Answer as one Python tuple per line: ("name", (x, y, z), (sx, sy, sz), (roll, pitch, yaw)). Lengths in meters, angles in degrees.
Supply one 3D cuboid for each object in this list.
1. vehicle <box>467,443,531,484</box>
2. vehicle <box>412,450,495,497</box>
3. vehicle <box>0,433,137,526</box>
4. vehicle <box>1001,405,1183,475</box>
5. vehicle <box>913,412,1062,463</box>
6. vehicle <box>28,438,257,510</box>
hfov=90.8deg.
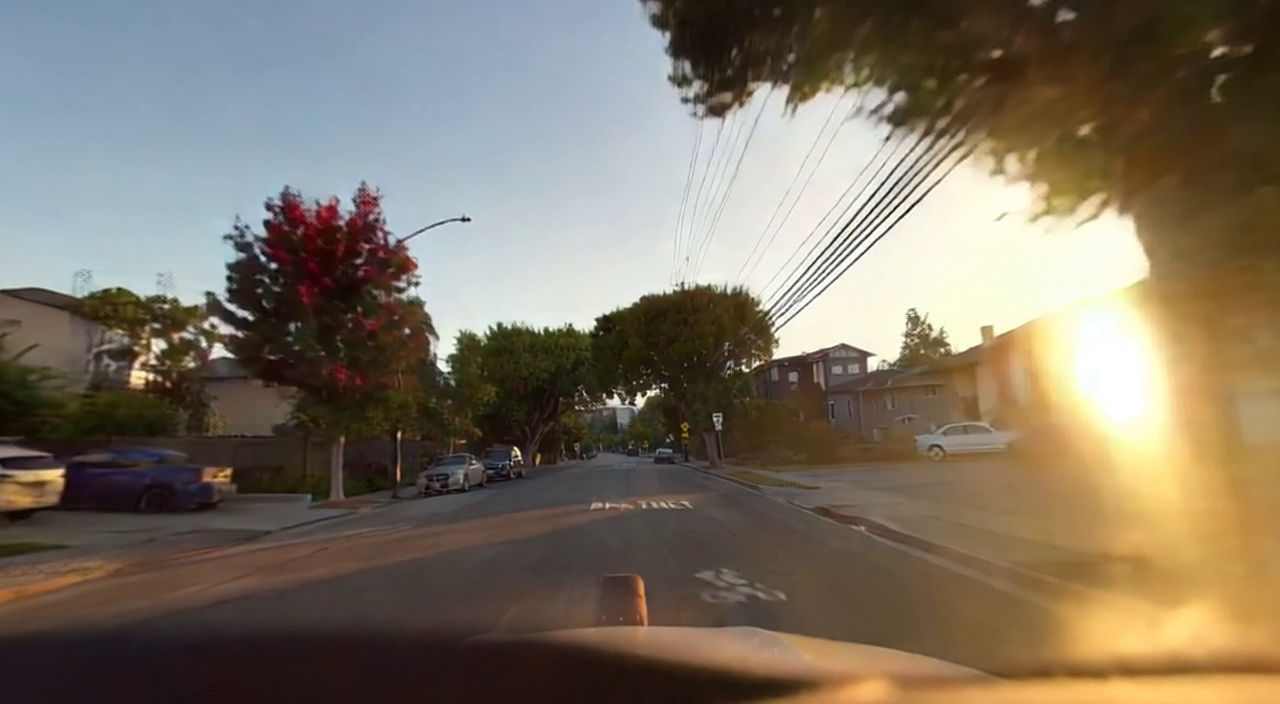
("vehicle", (-7.138, 5.700, 32.400), (2.135, 1.787, 4.452), (-4, -10, 1))
("vehicle", (-7.093, 4.639, 24.440), (2.041, 1.587, 3.920), (-2, -9, 0))
("vehicle", (-14.281, 2.719, 13.740), (4.543, 1.824, 2.379), (0, -9, -3))
("vehicle", (13.587, 2.729, 19.350), (4.145, 1.767, 1.880), (-9, -11, 30))
("vehicle", (13.712, 3.430, 25.128), (4.836, 1.789, 2.229), (-7, -9, 29))
("vehicle", (-13.827, 3.401, 17.848), (4.432, 1.870, 2.299), (0, -9, 0))
